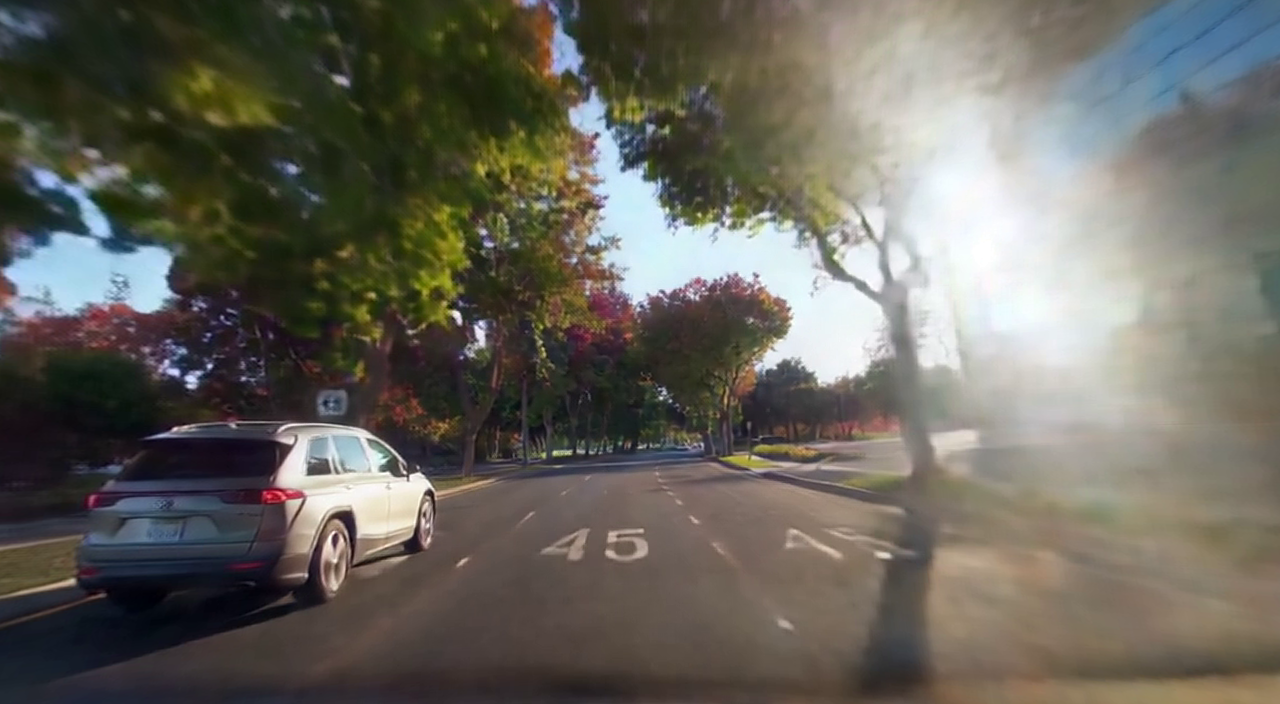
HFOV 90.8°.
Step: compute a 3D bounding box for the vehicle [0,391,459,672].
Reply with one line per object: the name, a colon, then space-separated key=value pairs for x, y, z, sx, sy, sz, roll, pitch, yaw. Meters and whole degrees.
vehicle: x=-3.495 y=1.434 z=6.227 sx=2.067 sy=1.700 sz=4.561 roll=-1 pitch=-8 yaw=0
